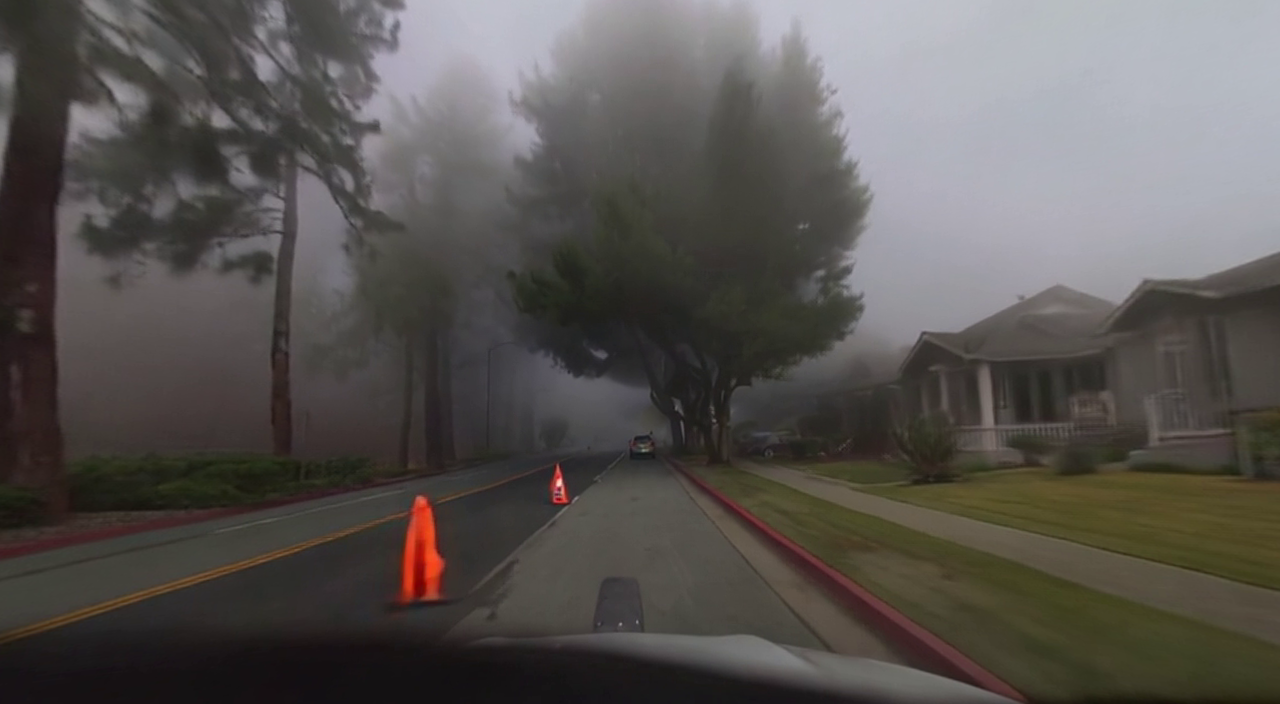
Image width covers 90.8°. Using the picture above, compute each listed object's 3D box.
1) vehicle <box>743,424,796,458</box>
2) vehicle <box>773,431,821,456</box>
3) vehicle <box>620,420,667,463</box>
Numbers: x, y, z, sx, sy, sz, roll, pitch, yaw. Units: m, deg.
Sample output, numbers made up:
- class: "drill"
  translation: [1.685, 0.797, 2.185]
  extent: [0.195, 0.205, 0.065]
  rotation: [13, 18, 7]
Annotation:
- class: "vehicle"
  translation: [9.523, 6.719, 47.113]
  extent: [2.253, 2.306, 6.753]
  rotation: [1, -9, -2]
- class: "vehicle"
  translation: [10.415, 6.078, 42.053]
  extent: [1.698, 1.548, 2.969]
  rotation: [5, -9, -20]
- class: "vehicle"
  translation: [0.096, 4.634, 32.812]
  extent: [2.169, 2.015, 5.206]
  rotation: [1, -8, -2]
